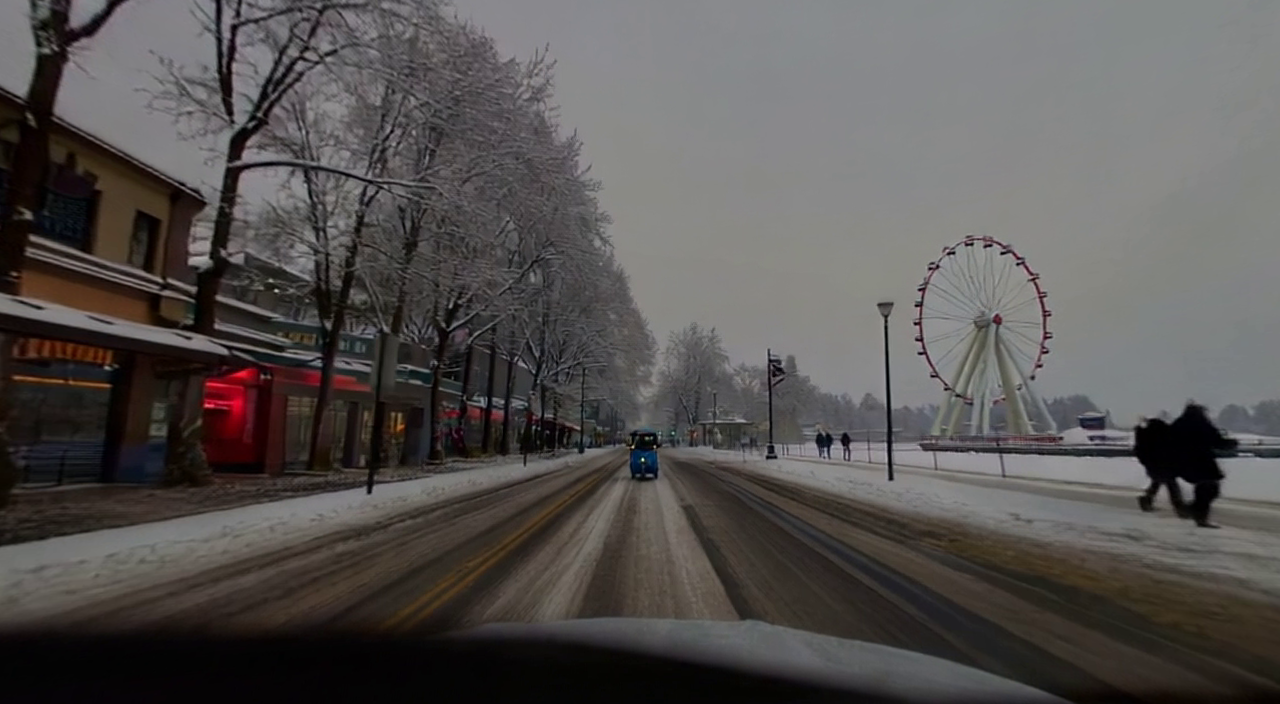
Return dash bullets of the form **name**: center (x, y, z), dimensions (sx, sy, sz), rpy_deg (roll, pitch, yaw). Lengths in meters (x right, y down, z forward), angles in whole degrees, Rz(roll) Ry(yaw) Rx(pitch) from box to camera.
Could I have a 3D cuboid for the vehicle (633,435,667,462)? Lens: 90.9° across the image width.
- **vehicle**: center (0.657, 6.622, 43.359), dimensions (2.221, 1.773, 4.228), rpy_deg (0, -8, 0)
